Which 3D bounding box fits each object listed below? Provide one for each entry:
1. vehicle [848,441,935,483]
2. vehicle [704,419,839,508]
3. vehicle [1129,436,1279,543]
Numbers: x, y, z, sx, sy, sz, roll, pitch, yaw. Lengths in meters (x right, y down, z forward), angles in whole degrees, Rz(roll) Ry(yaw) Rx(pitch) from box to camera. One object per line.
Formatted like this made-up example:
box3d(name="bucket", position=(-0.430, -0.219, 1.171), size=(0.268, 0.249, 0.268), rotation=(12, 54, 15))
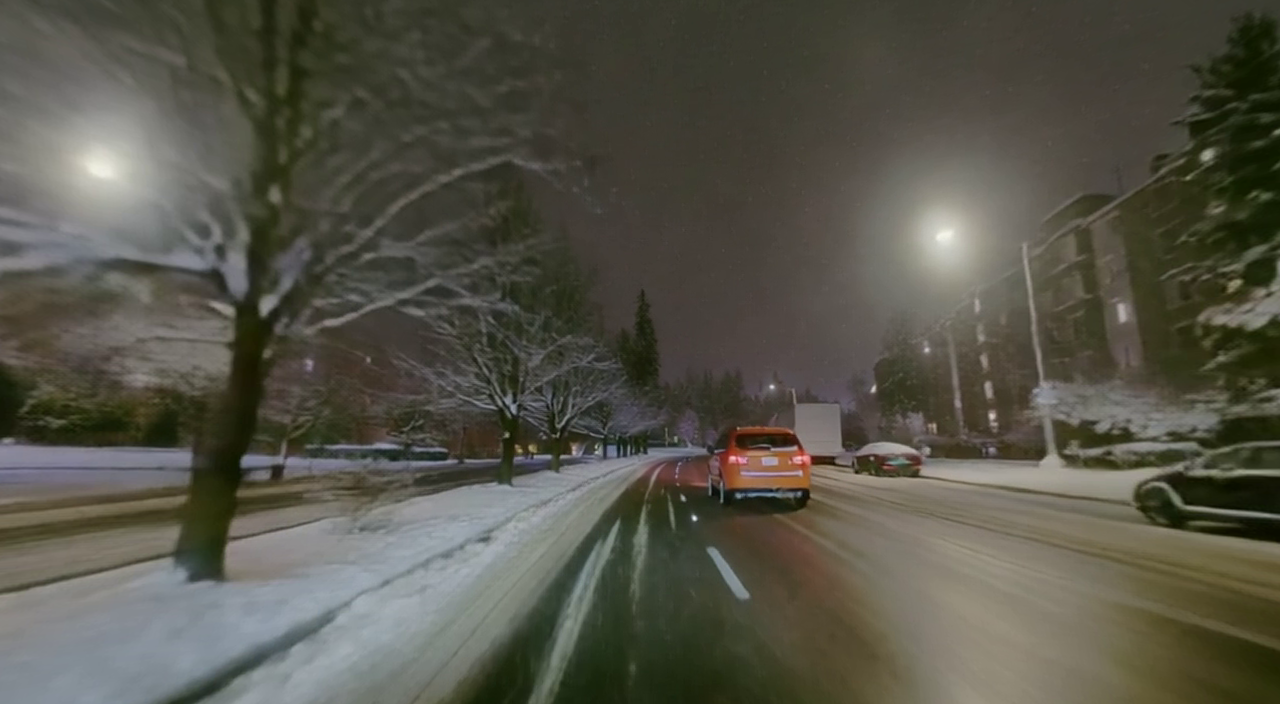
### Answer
box3d(name="vehicle", position=(10.265, 4.498, 26.237), size=(1.870, 1.504, 4.823), rotation=(0, -8, 3))
box3d(name="vehicle", position=(2.941, 2.645, 15.305), size=(2.215, 1.812, 4.569), rotation=(0, -9, -1))
box3d(name="vehicle", position=(9.872, 1.955, 9.061), size=(1.893, 1.469, 4.615), rotation=(0, -9, -2))
